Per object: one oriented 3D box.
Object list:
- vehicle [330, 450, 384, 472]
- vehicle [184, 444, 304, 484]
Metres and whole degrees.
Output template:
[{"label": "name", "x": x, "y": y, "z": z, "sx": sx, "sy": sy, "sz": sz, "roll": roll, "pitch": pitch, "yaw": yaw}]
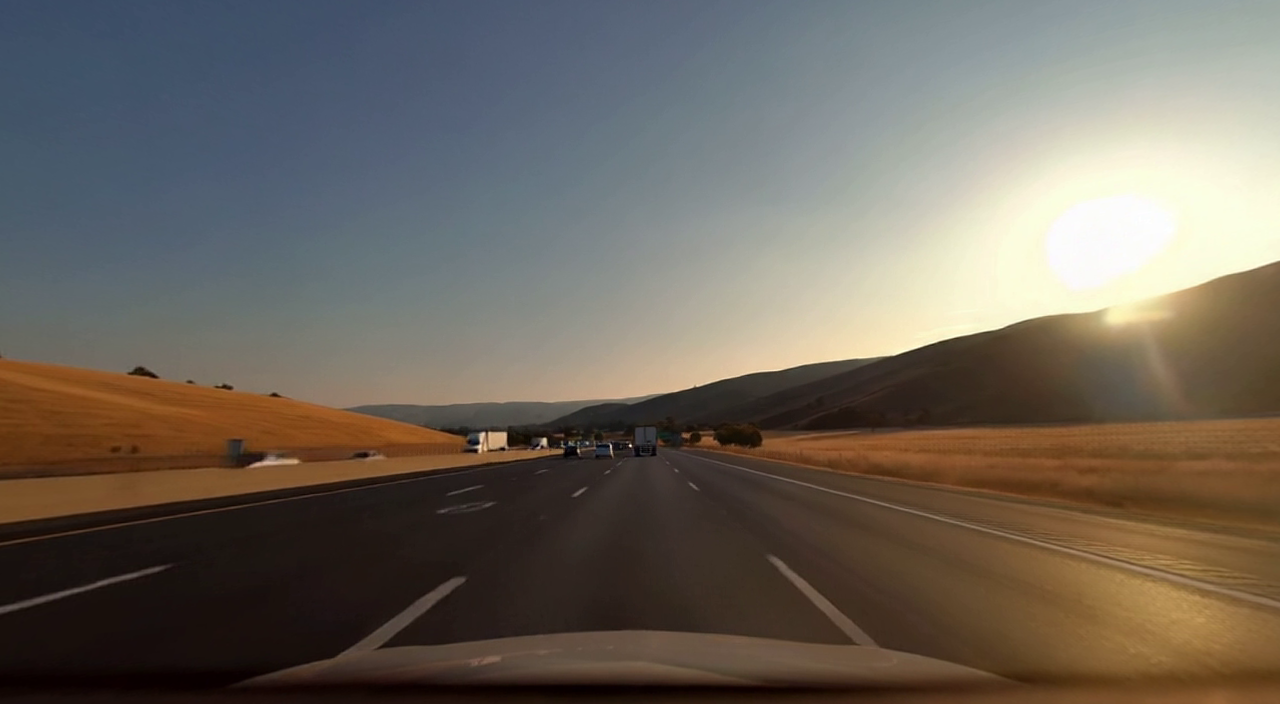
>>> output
[{"label": "vehicle", "x": -20.979, "y": 8.088, "z": 46.995, "sx": 1.836, "sy": 1.438, "sz": 4.618, "roll": 0, "pitch": -8, "yaw": 1}, {"label": "vehicle", "x": -17.319, "y": 4.902, "z": 27.964, "sx": 2.093, "sy": 1.576, "sz": 4.894, "roll": 0, "pitch": -8, "yaw": 1}]
